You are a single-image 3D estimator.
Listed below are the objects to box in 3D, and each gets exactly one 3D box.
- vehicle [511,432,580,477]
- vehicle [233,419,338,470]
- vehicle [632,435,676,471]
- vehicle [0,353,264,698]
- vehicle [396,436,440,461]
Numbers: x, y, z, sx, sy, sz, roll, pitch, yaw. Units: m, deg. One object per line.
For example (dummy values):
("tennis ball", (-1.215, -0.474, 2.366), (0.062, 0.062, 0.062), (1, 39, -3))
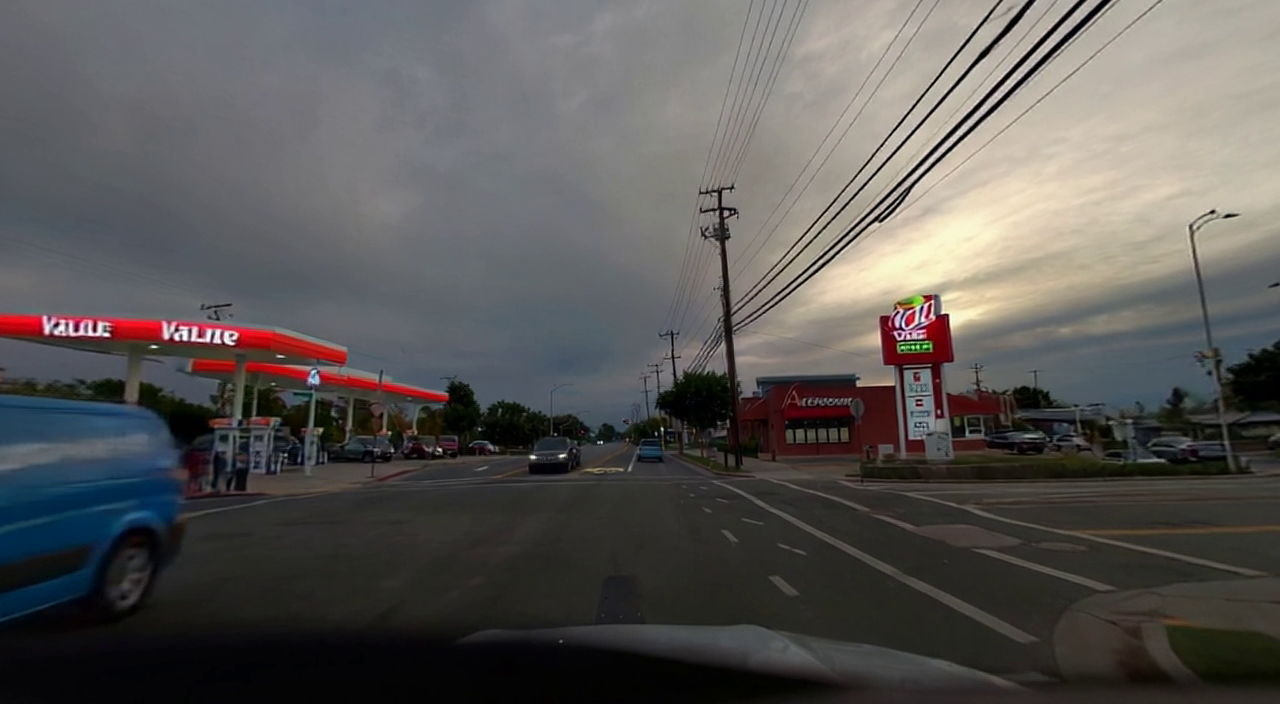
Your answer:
("vehicle", (-4.154, 4.633, 28.641), (2.274, 1.844, 4.843), (0, -9, 1))
("vehicle", (-17.361, 4.591, 31.323), (2.499, 2.309, 4.613), (0, -9, -1))
("vehicle", (0.607, 4.997, 31.342), (2.000, 1.663, 4.271), (0, -9, -1))
("vehicle", (-4.758, 1.028, 3.858), (2.222, 1.931, 4.882), (1, -9, -5))
("vehicle", (-16.965, 7.401, 48.498), (1.890, 1.761, 4.578), (0, -9, -3))
